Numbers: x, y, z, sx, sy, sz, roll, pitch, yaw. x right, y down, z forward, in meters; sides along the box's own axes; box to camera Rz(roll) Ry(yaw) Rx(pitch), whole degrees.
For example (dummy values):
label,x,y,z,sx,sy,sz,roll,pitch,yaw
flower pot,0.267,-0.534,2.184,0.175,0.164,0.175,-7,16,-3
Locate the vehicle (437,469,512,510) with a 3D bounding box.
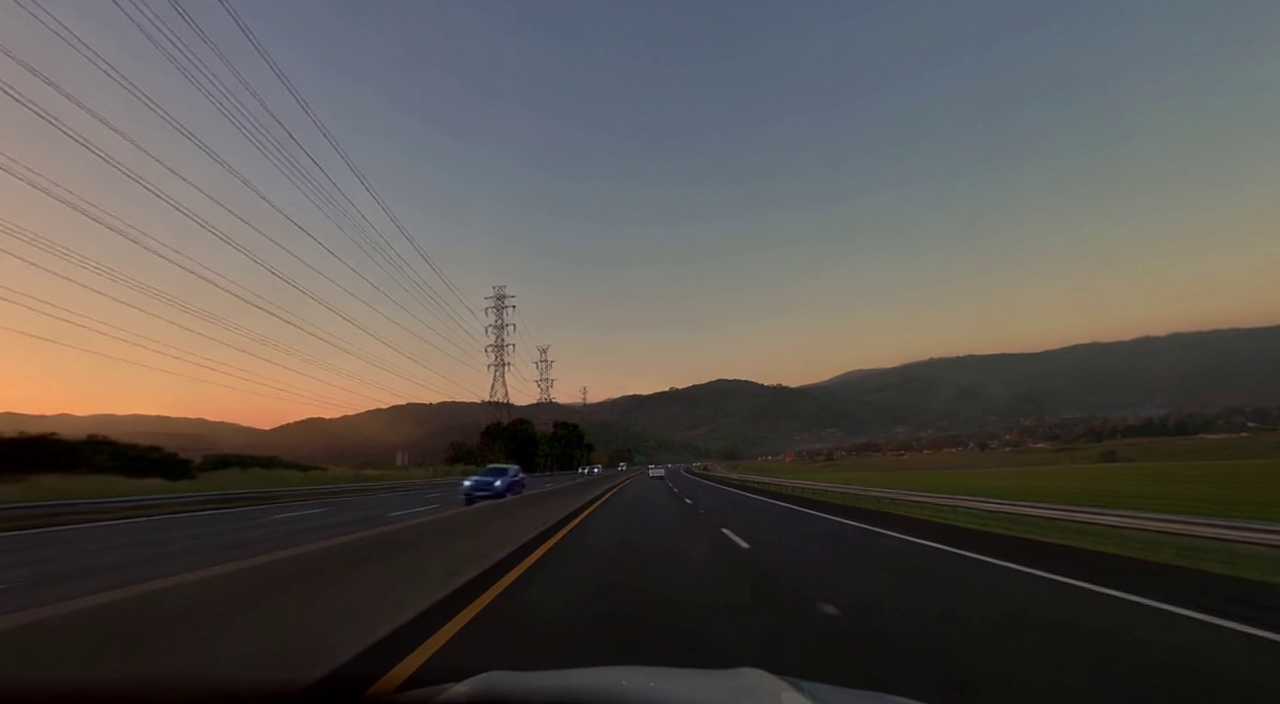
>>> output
label,x,y,z,sx,sy,sz,roll,pitch,yaw
vehicle,-7.022,5.877,27.175,2.023,1.583,4.524,1,-10,0
